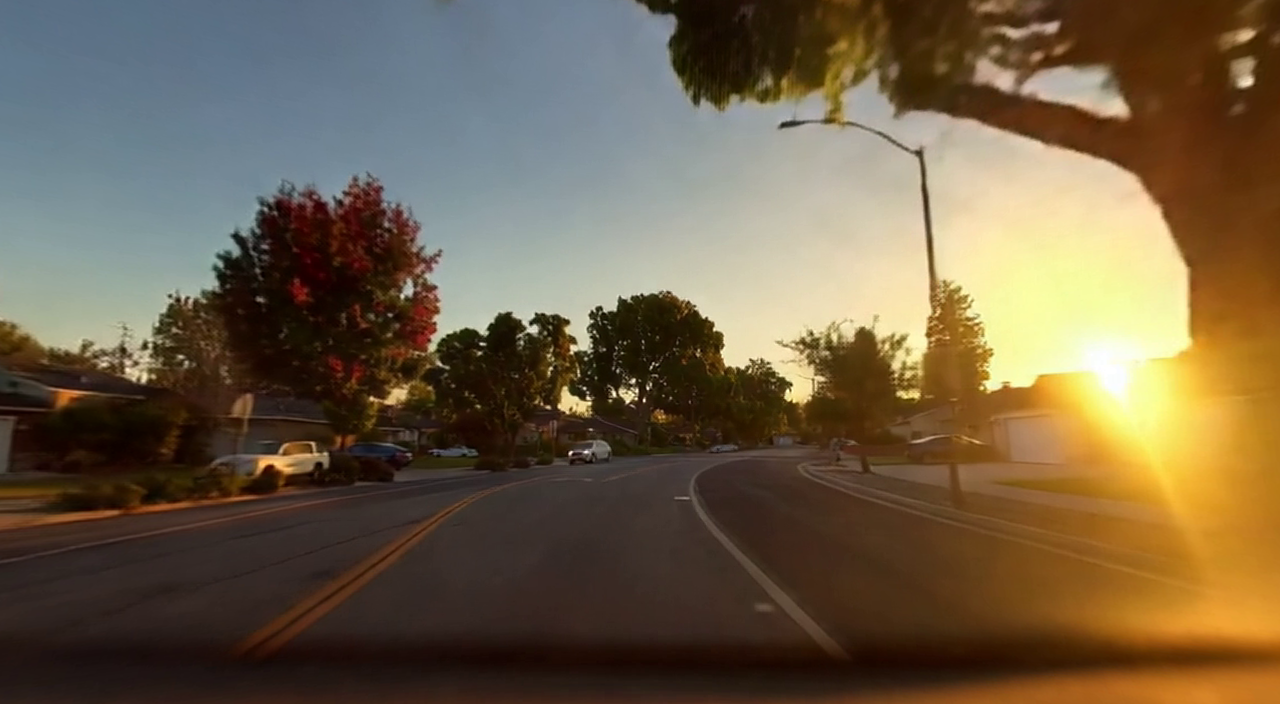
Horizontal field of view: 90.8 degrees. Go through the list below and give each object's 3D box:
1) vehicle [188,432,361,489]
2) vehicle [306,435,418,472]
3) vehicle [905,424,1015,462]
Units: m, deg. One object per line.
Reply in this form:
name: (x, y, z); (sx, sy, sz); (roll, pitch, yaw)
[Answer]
vehicle: (-14.389, 4.308, 25.599); (2.418, 1.969, 6.615); (-1, -8, 8)
vehicle: (-16.695, 6.116, 38.010); (6.010, 1.935, 2.255); (-4, -10, 14)
vehicle: (17.900, 5.175, 35.669); (5.073, 1.729, 2.161); (-6, -11, 17)
